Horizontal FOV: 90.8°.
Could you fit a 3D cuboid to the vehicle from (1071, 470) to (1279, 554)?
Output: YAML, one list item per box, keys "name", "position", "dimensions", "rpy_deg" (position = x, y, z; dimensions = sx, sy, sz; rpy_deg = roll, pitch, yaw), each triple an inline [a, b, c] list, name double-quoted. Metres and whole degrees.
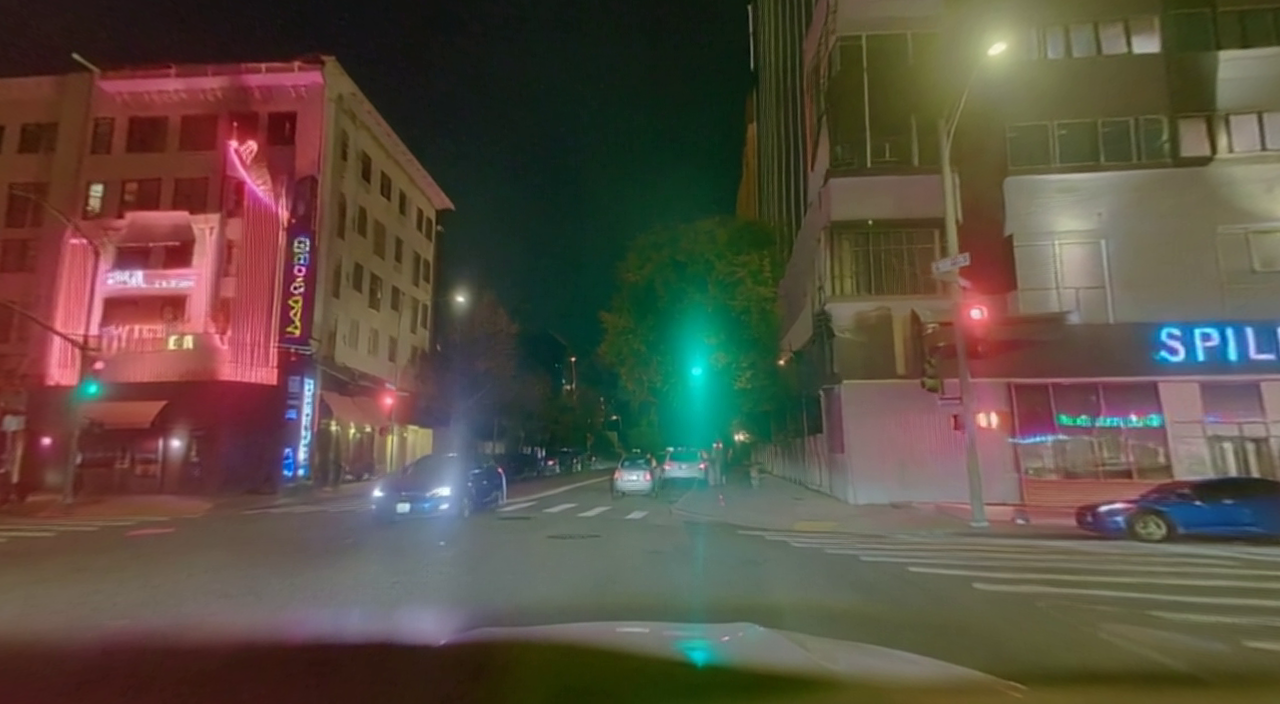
- name: "vehicle"
  position: [11.488, 3.104, 12.510]
  dimensions: [4.426, 1.446, 1.795]
  rpy_deg: [-2, -9, 10]

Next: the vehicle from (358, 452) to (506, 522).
- name: "vehicle"
  position: [-5.062, 3.344, 16.187]
  dimensions: [2.119, 1.485, 4.472]
  rpy_deg: [-1, -9, 2]

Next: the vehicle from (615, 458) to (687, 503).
- name: "vehicle"
  position: [0.512, 4.829, 24.102]
  dimensions: [1.892, 1.481, 4.365]
  rpy_deg: [-2, -9, 12]

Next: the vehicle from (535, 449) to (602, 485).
- name: "vehicle"
  position: [-3.630, 5.967, 33.129]
  dimensions: [2.181, 1.723, 4.692]
  rpy_deg: [-2, -9, 11]
